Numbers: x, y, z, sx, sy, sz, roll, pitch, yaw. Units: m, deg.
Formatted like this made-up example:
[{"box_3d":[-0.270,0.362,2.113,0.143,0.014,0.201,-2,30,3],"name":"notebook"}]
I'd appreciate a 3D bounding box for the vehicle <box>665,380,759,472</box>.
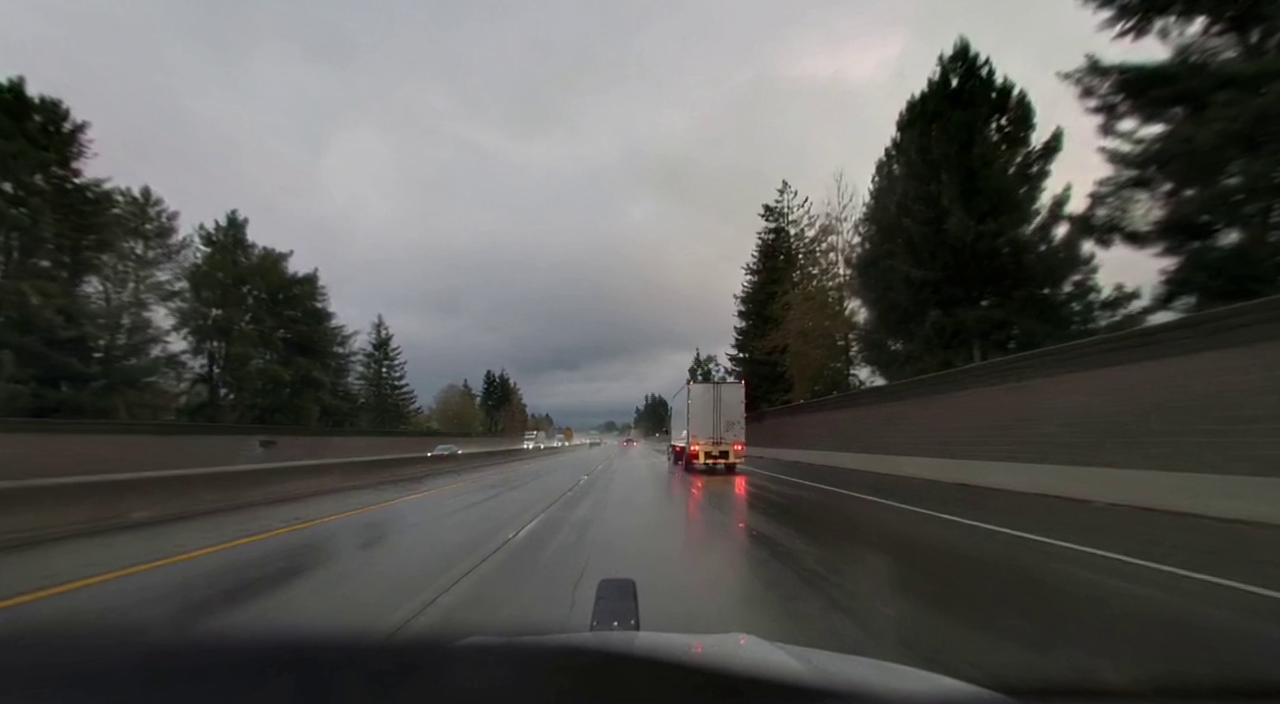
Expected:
[{"box_3d":[3.593,4.373,36.222,3.489,4.211,14.193,0,-8,-1],"name":"vehicle"}]
